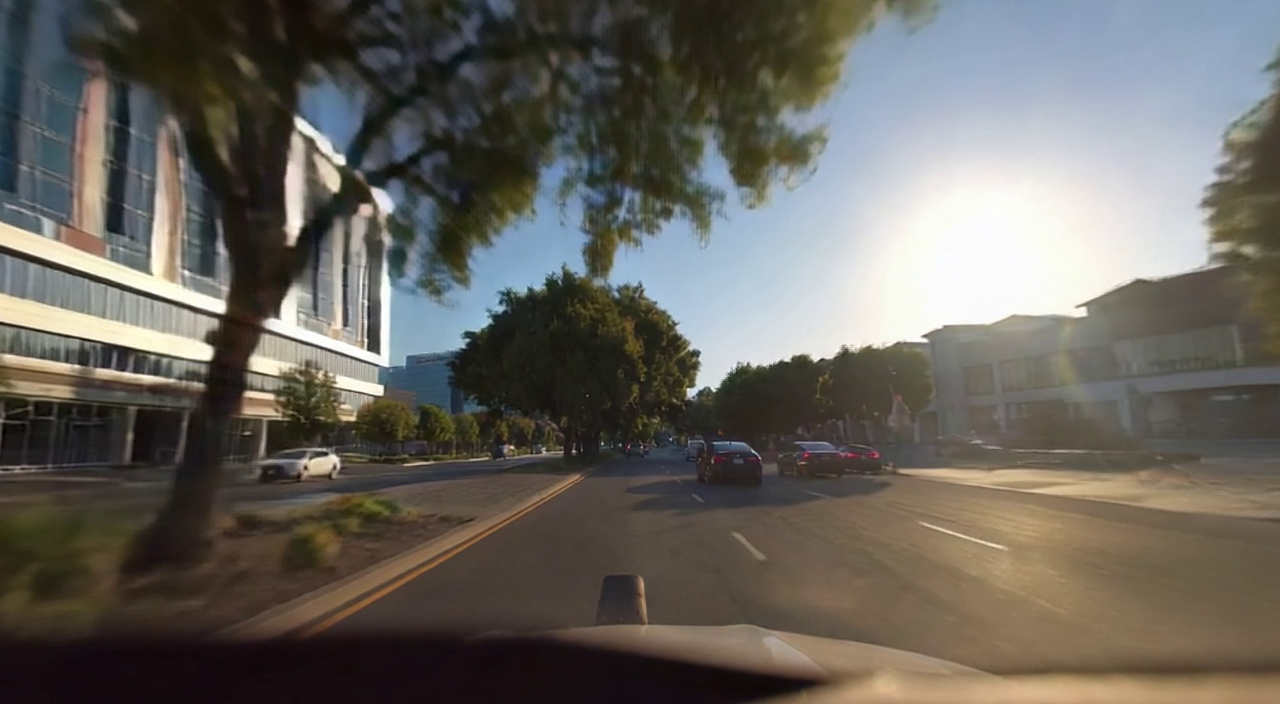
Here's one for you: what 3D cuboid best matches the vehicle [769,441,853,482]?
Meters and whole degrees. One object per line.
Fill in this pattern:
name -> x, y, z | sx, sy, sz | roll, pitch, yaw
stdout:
vehicle -> 6.449, 4.163, 24.340 | 1.912, 1.411, 4.380 | 0, -9, -1

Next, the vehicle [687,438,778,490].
vehicle -> 2.854, 3.594, 20.594 | 2.131, 1.491, 4.496 | 0, -9, -2

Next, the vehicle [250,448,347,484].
vehicle -> -16.614, 5.549, 31.072 | 2.031, 1.607, 4.759 | 0, -9, 1
